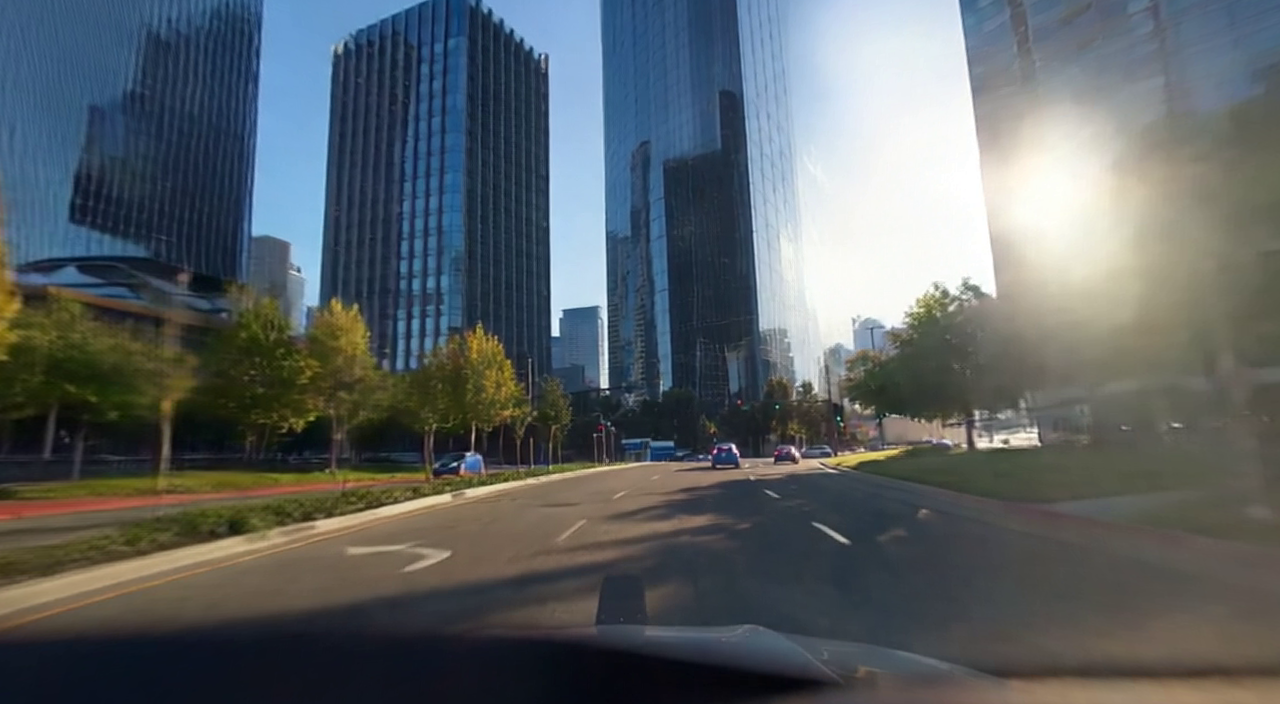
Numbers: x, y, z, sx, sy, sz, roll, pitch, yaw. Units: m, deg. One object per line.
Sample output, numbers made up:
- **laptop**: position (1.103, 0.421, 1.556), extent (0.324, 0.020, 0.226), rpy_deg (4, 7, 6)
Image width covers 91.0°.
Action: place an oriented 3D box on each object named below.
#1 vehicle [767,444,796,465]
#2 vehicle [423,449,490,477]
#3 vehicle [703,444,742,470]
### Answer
- **vehicle**: position (10.428, 7.525, 46.403), extent (1.916, 1.492, 3.911), rpy_deg (-2, -9, 13)
- **vehicle**: position (-11.351, 6.908, 39.373), extent (1.926, 1.619, 4.649), rpy_deg (-2, -9, 13)
- **vehicle**: position (5.136, 6.408, 38.726), extent (2.127, 1.497, 4.020), rpy_deg (-2, -9, 11)
